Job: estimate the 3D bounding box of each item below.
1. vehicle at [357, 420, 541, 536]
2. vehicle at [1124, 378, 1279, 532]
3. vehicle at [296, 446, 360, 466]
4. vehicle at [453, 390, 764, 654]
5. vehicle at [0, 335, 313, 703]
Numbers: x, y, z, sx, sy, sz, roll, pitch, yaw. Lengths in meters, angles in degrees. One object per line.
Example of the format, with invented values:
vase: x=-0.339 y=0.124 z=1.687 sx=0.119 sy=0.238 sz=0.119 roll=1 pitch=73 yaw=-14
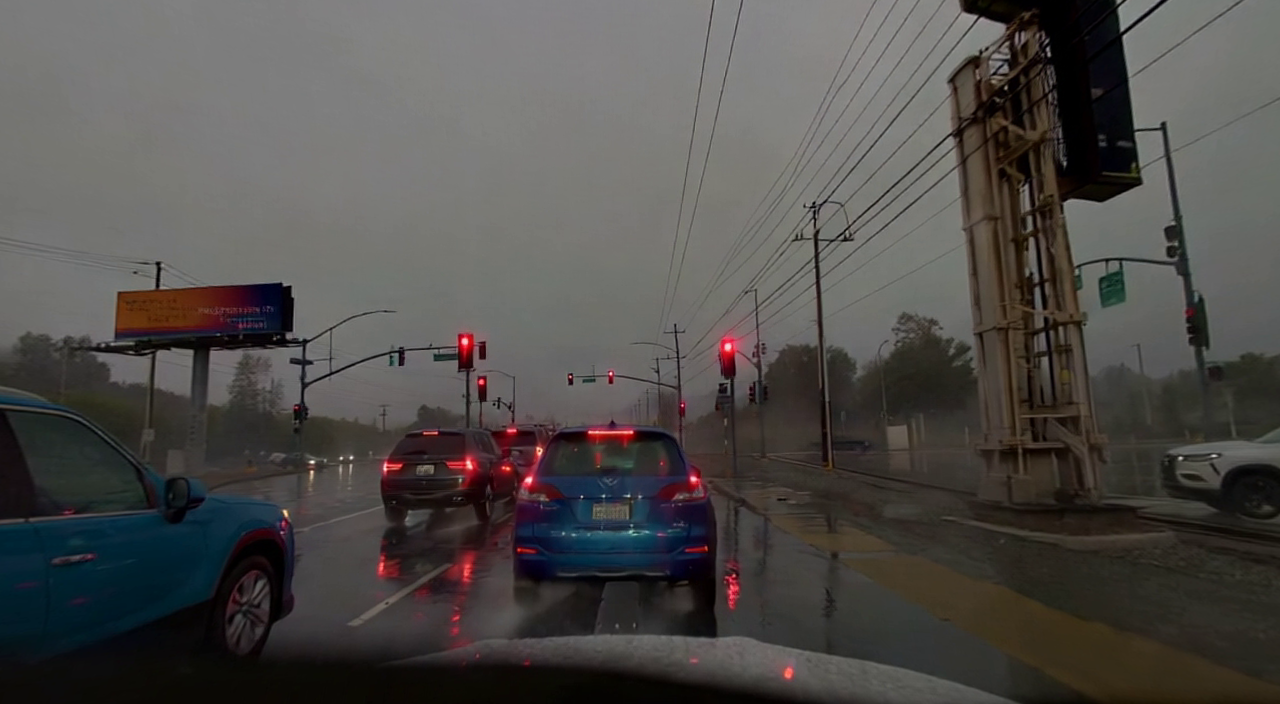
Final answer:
vehicle: x=-3.154 y=2.181 z=11.491 sx=1.988 sy=1.678 sz=4.317 roll=0 pitch=-9 yaw=0
vehicle: x=9.591 y=1.313 z=8.176 sx=5.060 sy=1.702 sz=2.033 roll=1 pitch=-9 yaw=-4
vehicle: x=-24.221 y=8.062 z=49.064 sx=4.357 sy=1.444 sz=1.842 roll=-3 pitch=-9 yaw=19
vehicle: x=-0.215 y=1.386 z=6.043 sx=2.025 sy=1.723 sz=3.644 roll=0 pitch=-9 yaw=0
vehicle: x=-3.926 y=0.859 z=2.965 sx=2.052 sy=1.814 sz=5.184 roll=0 pitch=-9 yaw=-1
